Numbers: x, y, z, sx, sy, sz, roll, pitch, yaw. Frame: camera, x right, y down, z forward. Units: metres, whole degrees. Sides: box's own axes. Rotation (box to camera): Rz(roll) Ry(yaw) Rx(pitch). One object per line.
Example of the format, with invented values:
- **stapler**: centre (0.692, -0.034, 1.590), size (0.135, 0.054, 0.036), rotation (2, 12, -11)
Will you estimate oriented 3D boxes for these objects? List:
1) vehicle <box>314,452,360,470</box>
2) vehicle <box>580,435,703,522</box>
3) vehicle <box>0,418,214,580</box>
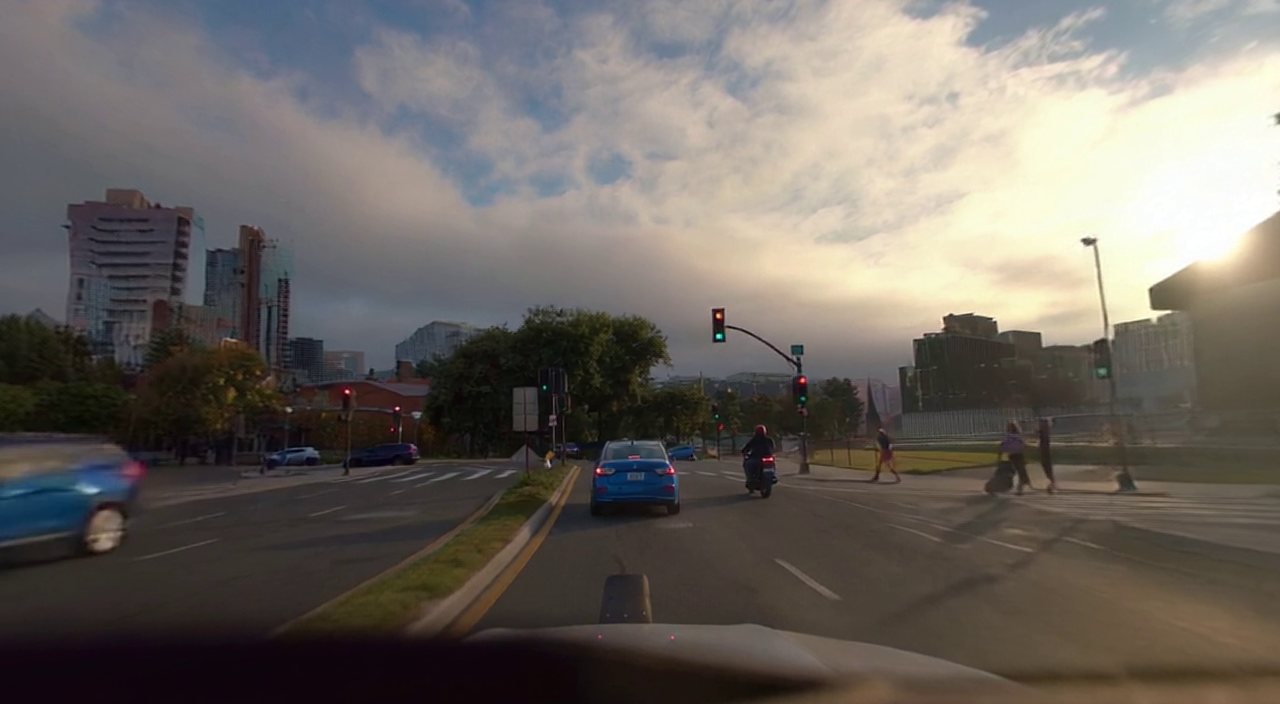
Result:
- **vehicle**: centre (-22.976, 8.245, 47.853), size (1.433, 1.269, 2.779), rotation (-5, -10, 29)
- **vehicle**: centre (-0.061, 2.495, 12.967), size (2.118, 1.480, 3.949), rotation (0, -9, -3)
- **vehicle**: centre (-7.730, 1.721, 7.753), size (1.993, 1.692, 4.226), rotation (0, -9, 0)
